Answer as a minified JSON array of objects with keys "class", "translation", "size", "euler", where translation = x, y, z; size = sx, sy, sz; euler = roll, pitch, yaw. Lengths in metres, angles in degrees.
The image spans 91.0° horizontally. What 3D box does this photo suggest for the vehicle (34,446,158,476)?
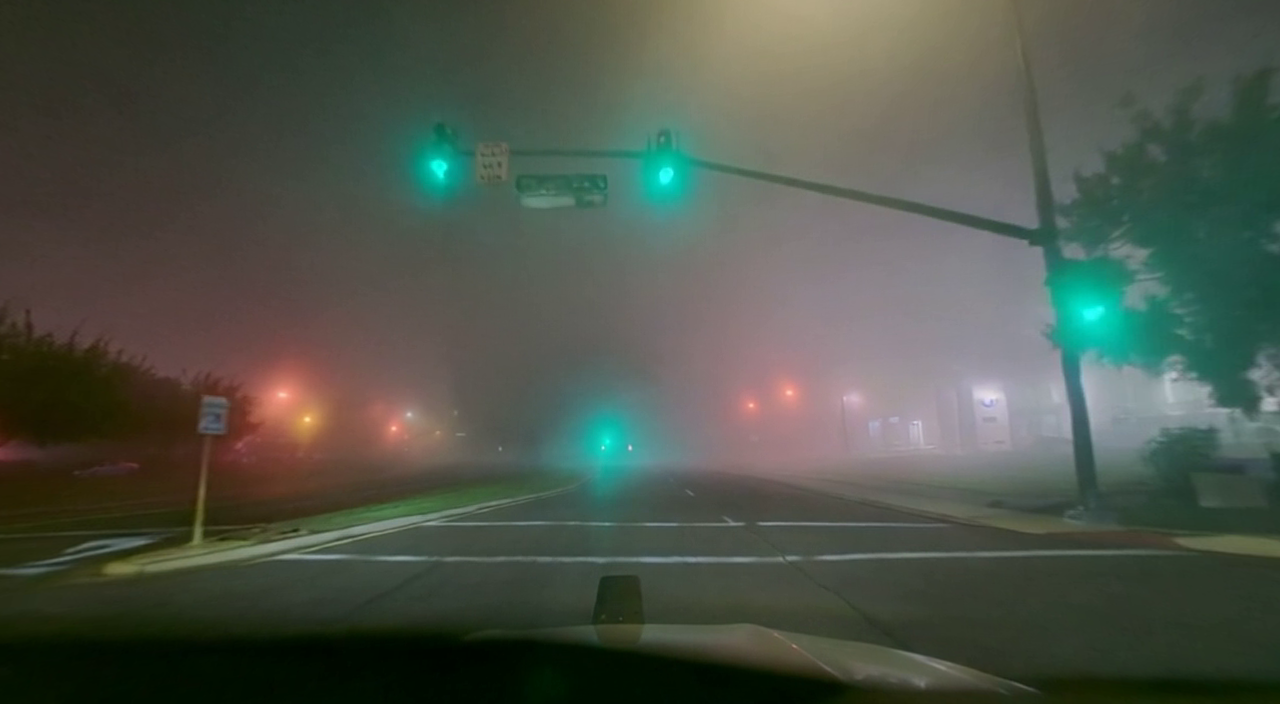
[{"class":"vehicle","translation":[-29.004,5.810,33.676],"size":[4.652,1.489,1.992],"euler":[0,-9,-2]}]
